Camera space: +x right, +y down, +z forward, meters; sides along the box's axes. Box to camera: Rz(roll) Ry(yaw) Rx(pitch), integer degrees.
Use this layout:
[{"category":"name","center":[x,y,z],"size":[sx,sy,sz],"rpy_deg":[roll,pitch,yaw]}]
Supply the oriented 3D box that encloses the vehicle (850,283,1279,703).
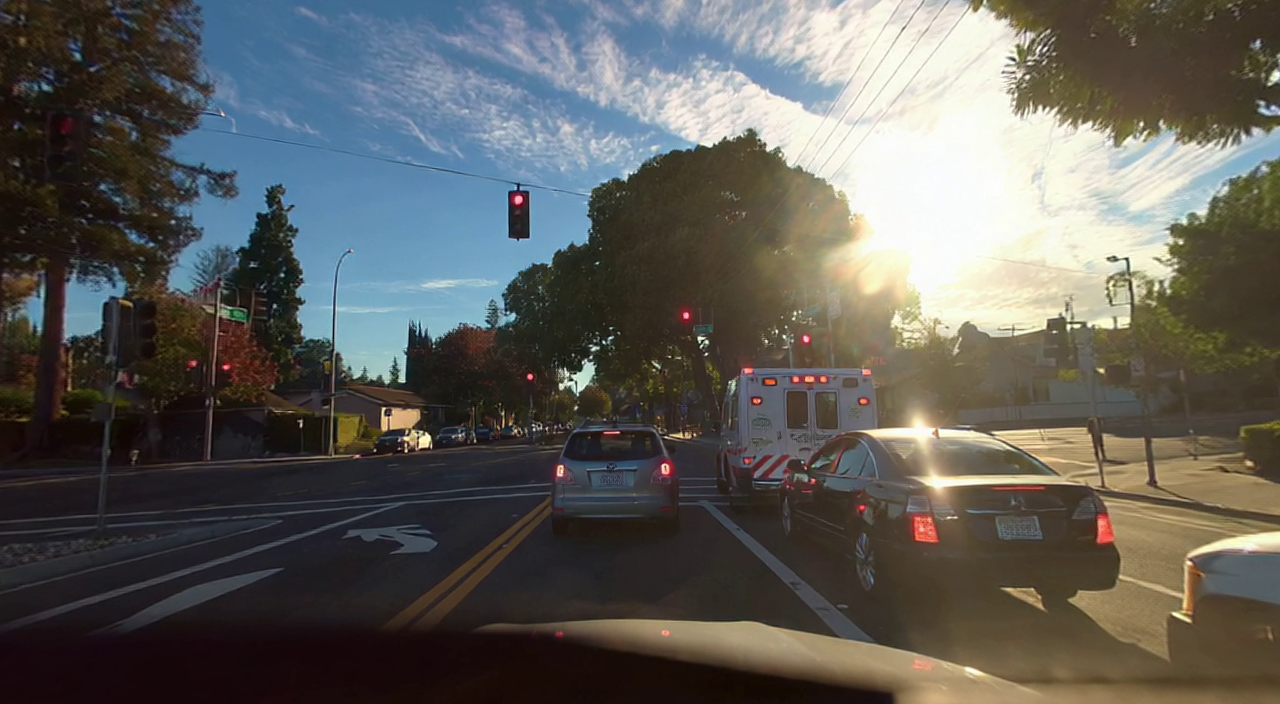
[{"category":"vehicle","center":[2.846,0.894,2.854],"size":[2.194,1.820,4.652],"rpy_deg":[0,-8,0]}]

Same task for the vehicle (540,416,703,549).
[{"category":"vehicle","center":[-0.286,1.975,10.174],"size":[2.114,1.707,3.725],"rpy_deg":[0,-8,-1]}]

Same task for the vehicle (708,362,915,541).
[{"category":"vehicle","center":[2.879,1.891,12.361],"size":[2.406,2.687,5.521],"rpy_deg":[0,-8,-1]}]

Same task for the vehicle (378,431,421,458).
[{"category":"vehicle","center":[-17.747,6.876,46.851],"size":[2.246,1.880,4.454],"rpy_deg":[1,-9,-12]}]
